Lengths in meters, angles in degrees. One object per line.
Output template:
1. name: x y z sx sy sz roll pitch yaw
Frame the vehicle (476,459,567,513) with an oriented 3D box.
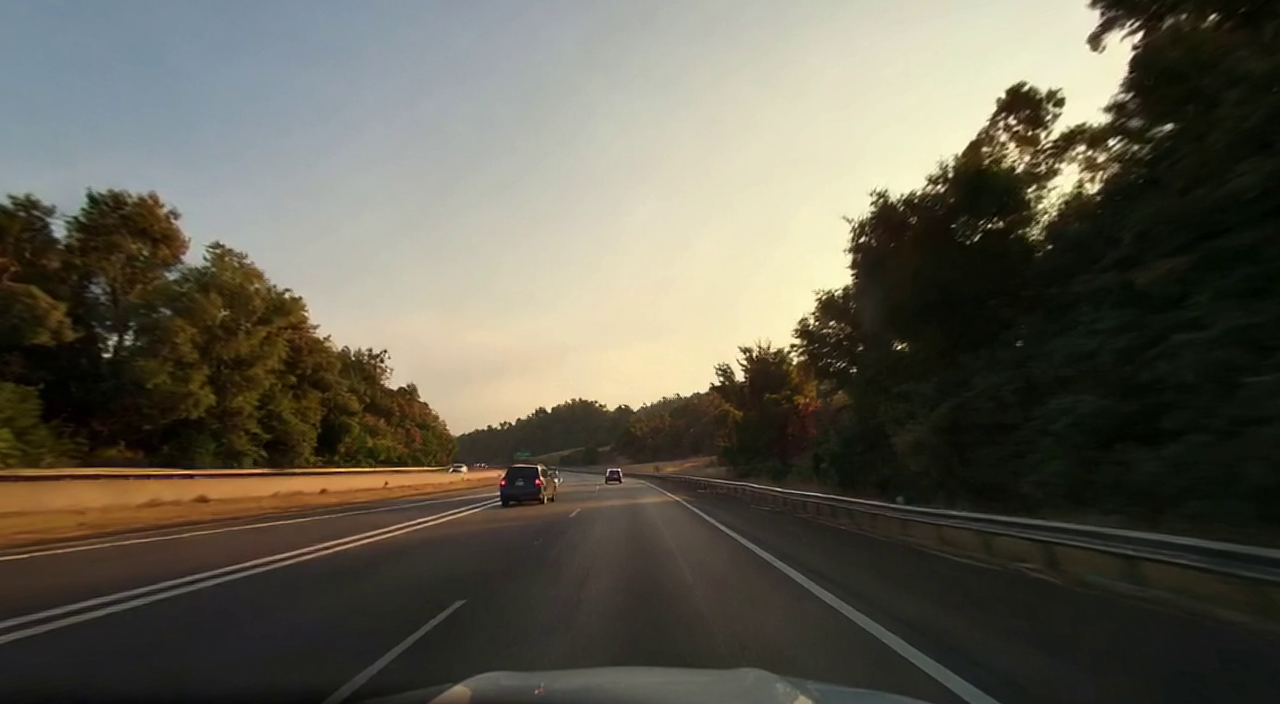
1. vehicle: -3.774 4.410 21.007 2.115 1.546 4.638 1 -10 0
